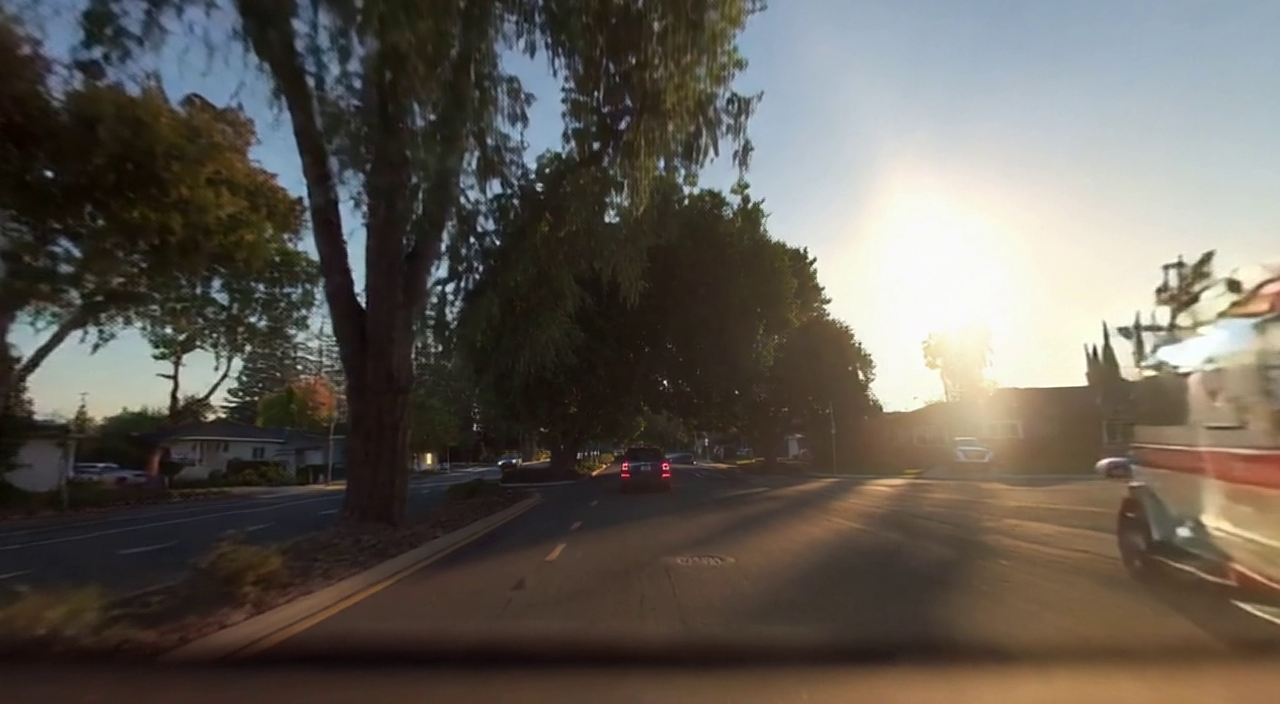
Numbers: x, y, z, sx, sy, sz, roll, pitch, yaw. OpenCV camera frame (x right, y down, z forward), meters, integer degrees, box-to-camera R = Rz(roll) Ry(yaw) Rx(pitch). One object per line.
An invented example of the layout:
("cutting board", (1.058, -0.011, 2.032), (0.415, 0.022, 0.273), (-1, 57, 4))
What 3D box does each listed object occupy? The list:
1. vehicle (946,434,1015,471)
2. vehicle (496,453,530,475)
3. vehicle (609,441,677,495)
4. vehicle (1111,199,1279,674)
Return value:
("vehicle", (17.976, 5.278, 33.236), (2.128, 1.771, 4.721), (-7, -12, 39))
("vehicle", (-9.542, 8.435, 47.604), (1.861, 1.516, 3.752), (0, -9, -2))
("vehicle", (0.115, 3.848, 21.301), (2.106, 1.655, 3.717), (0, -9, 1))
("vehicle", (5.247, 0.546, 3.640), (2.654, 2.824, 5.794), (-6, -11, 24))
